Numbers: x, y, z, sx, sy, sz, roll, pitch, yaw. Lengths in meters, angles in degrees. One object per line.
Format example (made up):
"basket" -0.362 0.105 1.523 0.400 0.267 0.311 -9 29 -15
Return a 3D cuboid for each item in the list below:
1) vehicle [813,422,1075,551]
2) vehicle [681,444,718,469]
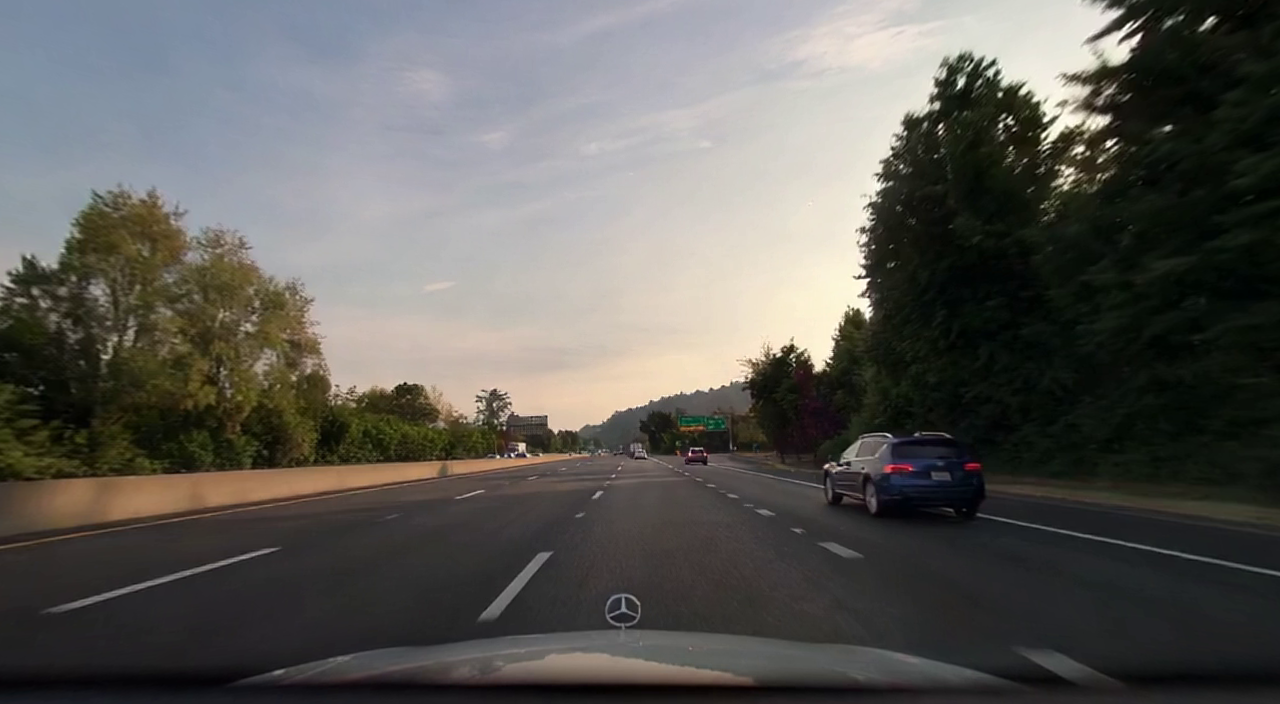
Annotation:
"vehicle" 4.459 2.036 10.245 1.929 1.604 4.478 0 -9 -1
"vehicle" 4.300 7.616 46.249 2.096 1.712 4.697 0 -9 -1
